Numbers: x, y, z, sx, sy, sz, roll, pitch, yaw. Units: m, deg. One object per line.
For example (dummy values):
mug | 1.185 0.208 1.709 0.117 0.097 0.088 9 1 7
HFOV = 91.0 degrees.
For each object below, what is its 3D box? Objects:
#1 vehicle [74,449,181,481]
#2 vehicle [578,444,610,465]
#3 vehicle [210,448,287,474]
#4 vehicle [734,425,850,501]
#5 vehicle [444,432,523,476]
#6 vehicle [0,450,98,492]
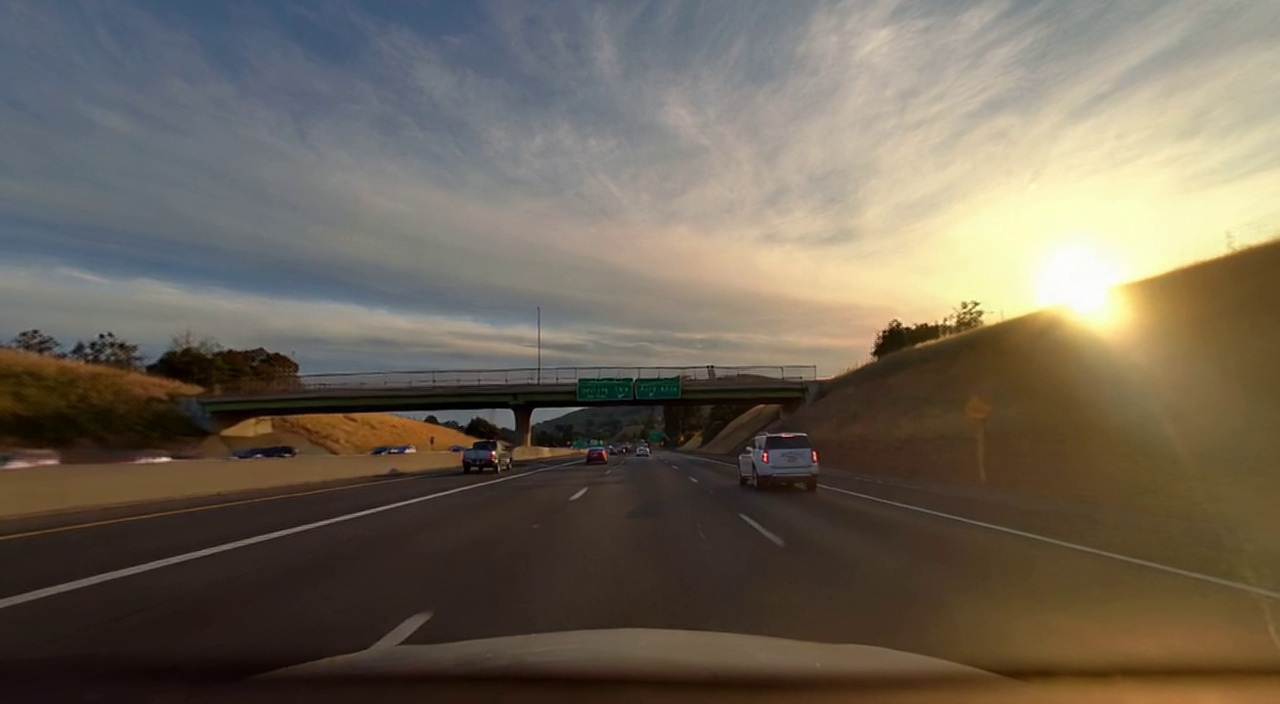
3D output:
vehicle | -29.425 6.460 36.416 1.967 1.693 4.952 0 -9 0
vehicle | -3.600 8.071 49.751 2.067 1.528 4.551 0 -9 1
vehicle | -25.291 7.021 40.917 1.903 1.589 4.710 0 -9 1
vehicle | 3.867 2.906 16.831 1.990 1.735 4.276 0 -9 0
vehicle | -7.610 5.039 31.296 2.341 1.959 5.684 0 -9 1
vehicle | -25.511 4.878 26.135 1.914 1.556 4.594 0 -9 0
